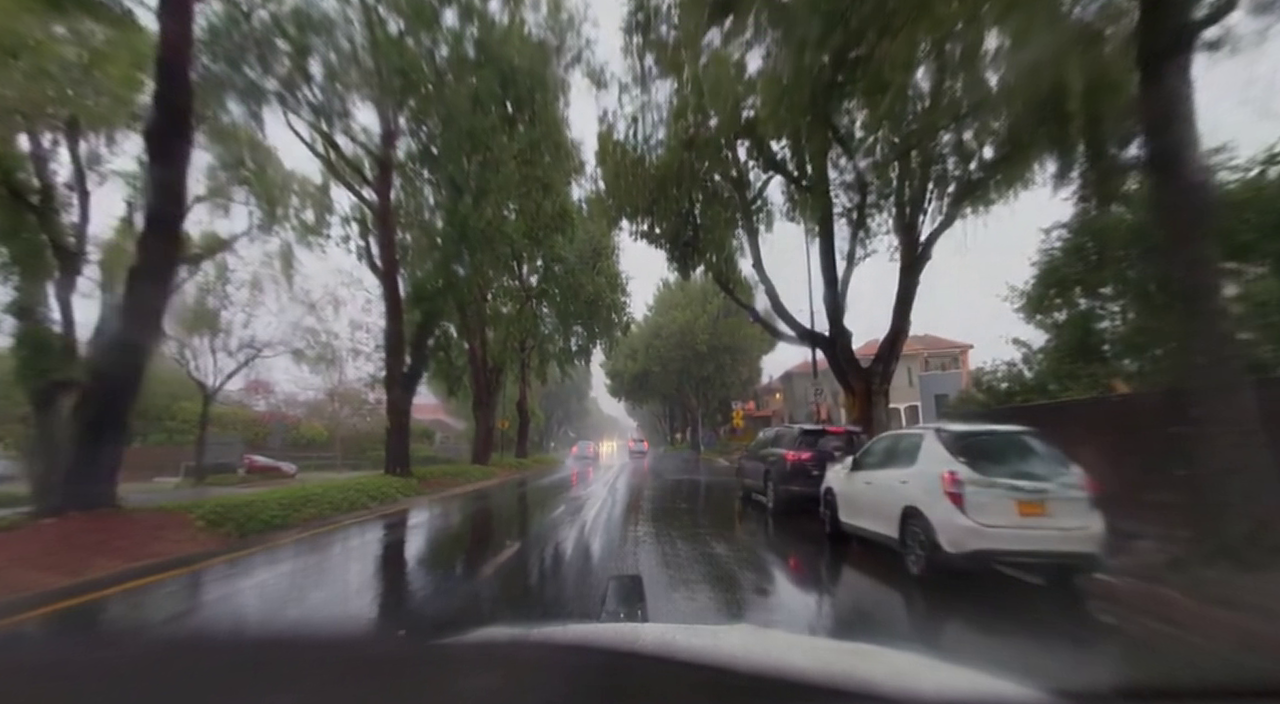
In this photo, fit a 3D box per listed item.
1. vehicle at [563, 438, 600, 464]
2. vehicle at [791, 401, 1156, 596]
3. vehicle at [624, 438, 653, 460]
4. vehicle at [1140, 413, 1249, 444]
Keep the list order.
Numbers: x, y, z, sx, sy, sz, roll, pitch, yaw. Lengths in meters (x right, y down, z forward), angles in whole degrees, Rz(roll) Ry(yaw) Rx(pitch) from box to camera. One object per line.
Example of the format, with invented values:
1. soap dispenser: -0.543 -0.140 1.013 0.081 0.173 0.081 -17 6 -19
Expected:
1. vehicle: -4.000 6.865 44.024 2.129 1.668 4.722 0 -8 0
2. vehicle: 3.576 1.661 8.027 2.113 1.760 4.432 0 -9 -1
3. vehicle: -0.121 7.402 48.273 2.142 1.548 4.273 0 -9 0
4. vehicle: 36.051 5.037 41.177 4.859 1.827 2.198 -1 -10 3
